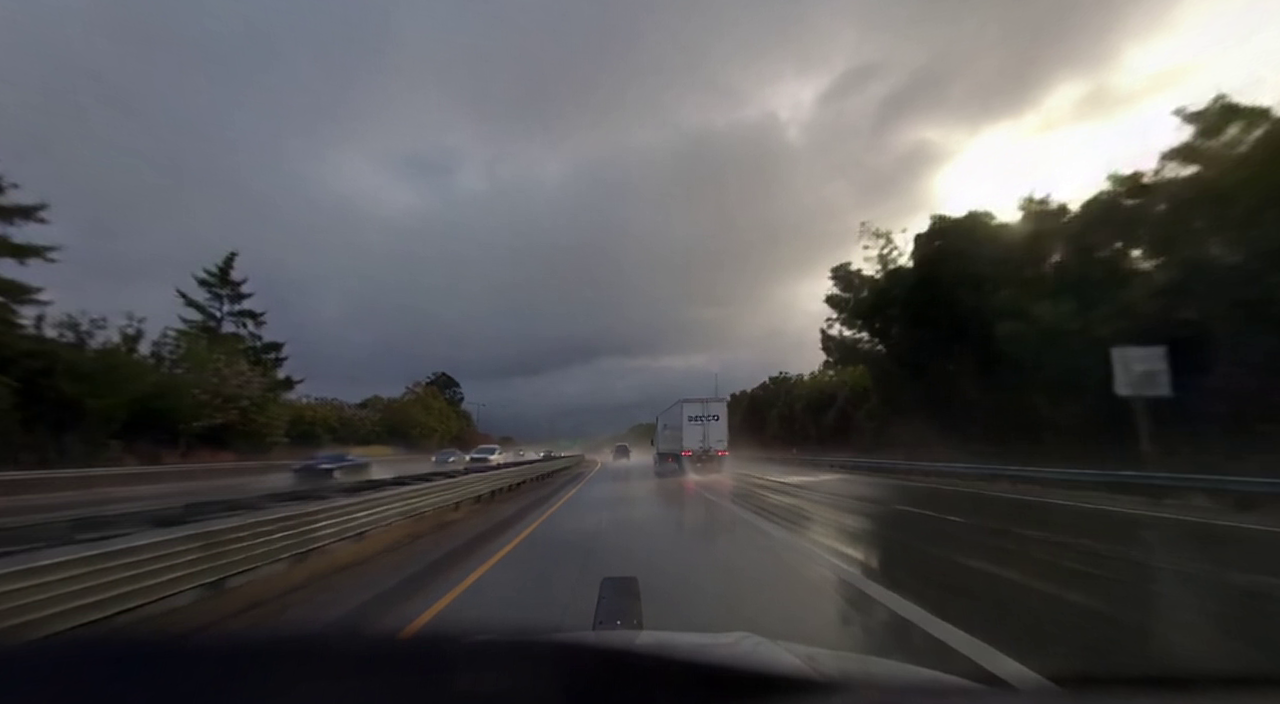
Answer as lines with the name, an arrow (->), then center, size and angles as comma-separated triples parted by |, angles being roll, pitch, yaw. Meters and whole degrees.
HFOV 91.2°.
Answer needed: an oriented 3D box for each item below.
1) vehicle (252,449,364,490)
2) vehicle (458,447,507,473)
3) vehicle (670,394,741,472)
vehicle -> -13.274, 4.689, 25.425 | 2.005, 1.449, 4.724 | 0, -9, -1
vehicle -> -9.879, 6.792, 39.694 | 1.957, 1.538, 4.733 | 0, -9, -2
vehicle -> 3.531, 4.757, 36.167 | 2.892, 3.928, 8.380 | 0, -9, -2
